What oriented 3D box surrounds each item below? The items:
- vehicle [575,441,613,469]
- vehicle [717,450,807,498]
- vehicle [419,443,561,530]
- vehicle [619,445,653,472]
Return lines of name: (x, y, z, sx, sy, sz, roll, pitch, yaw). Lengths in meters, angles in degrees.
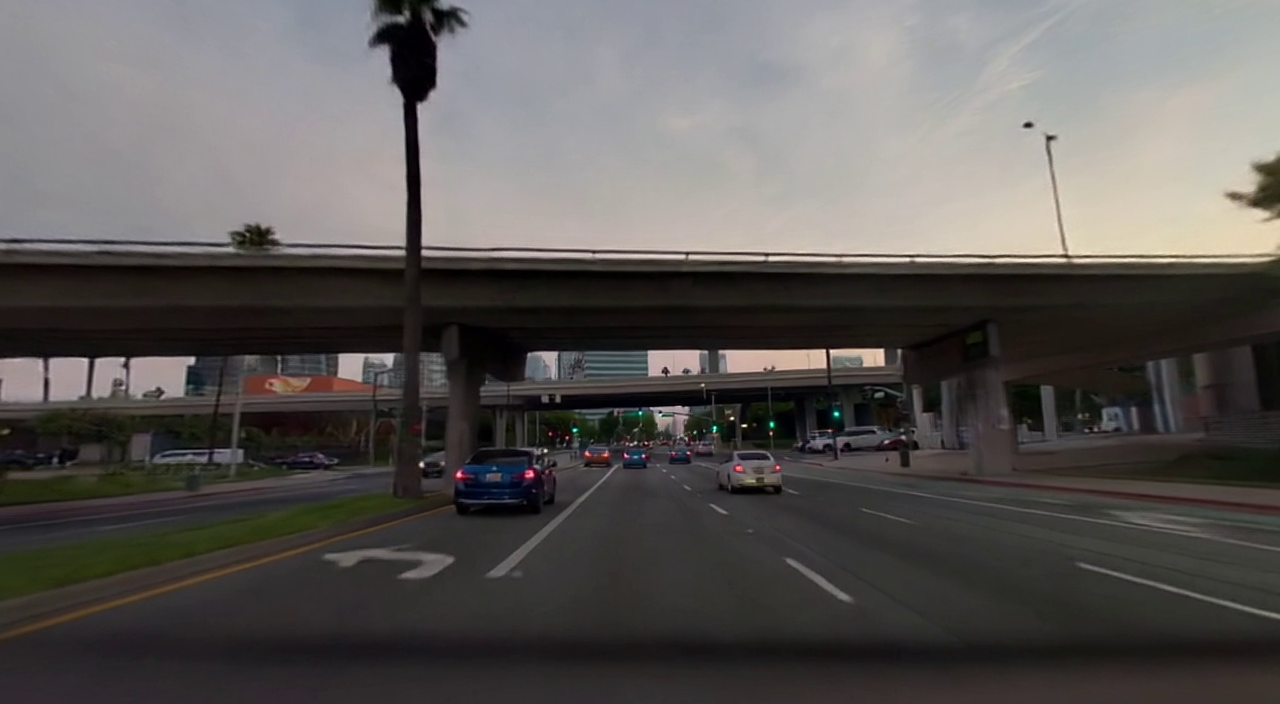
vehicle: (-3.475, 7.875, 48.284, 2.485, 2.012, 5.498, 0, -8, 0)
vehicle: (3.973, 4.041, 21.216, 2.156, 1.404, 4.120, 0, -8, -1)
vehicle: (-2.912, 2.677, 13.179, 2.111, 1.506, 4.018, 0, -8, -2)
vehicle: (-0.243, 7.098, 42.155, 2.172, 1.694, 4.055, 0, -8, 0)
